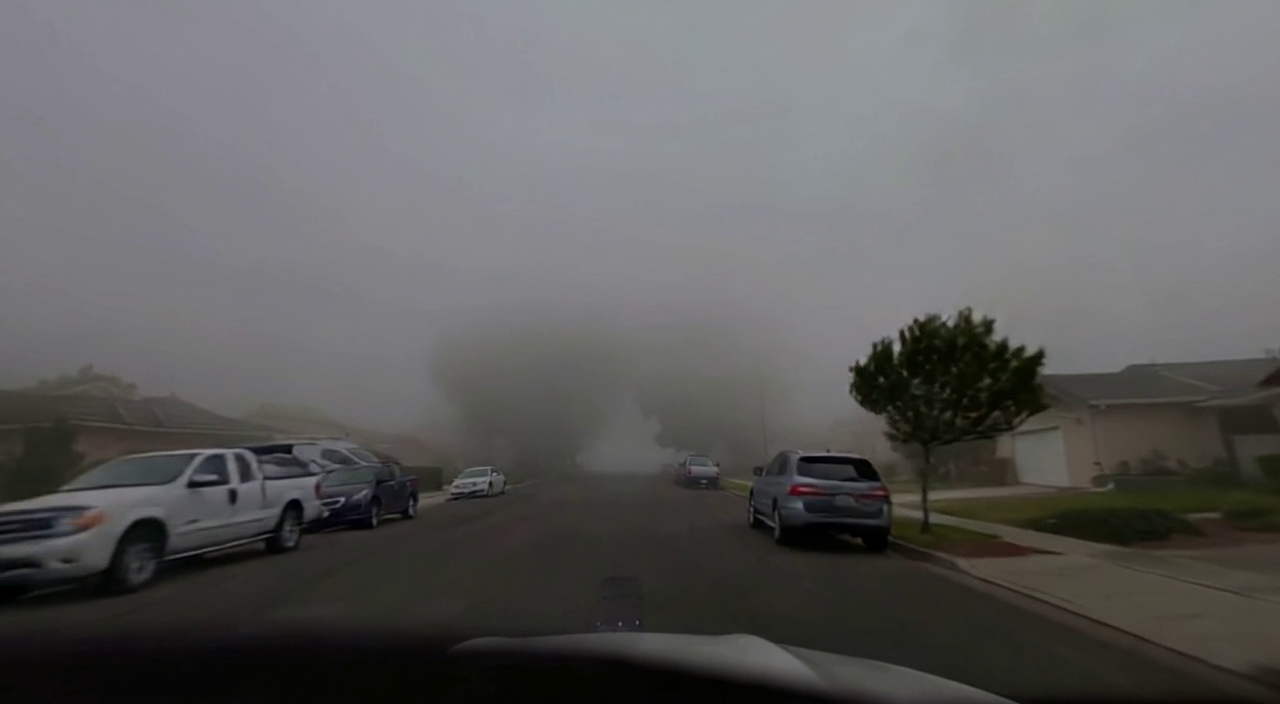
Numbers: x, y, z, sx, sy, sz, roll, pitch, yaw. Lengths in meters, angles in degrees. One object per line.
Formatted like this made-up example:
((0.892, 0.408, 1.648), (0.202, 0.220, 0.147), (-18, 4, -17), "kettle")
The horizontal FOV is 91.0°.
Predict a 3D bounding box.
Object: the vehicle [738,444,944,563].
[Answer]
((3.110, 2.418, 10.961), (2.050, 1.598, 4.590), (0, -8, 0), "vehicle")

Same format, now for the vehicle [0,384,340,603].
((-6.962, 2.033, 9.291), (2.408, 2.201, 5.646), (-1, -12, -2), "vehicle")

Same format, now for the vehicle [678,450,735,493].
((3.123, 5.702, 30.549), (2.262, 1.870, 4.948), (0, -8, 1), "vehicle")

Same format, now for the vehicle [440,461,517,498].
((-6.997, 5.634, 27.723), (2.071, 1.481, 4.425), (-1, -12, 2), "vehicle")
